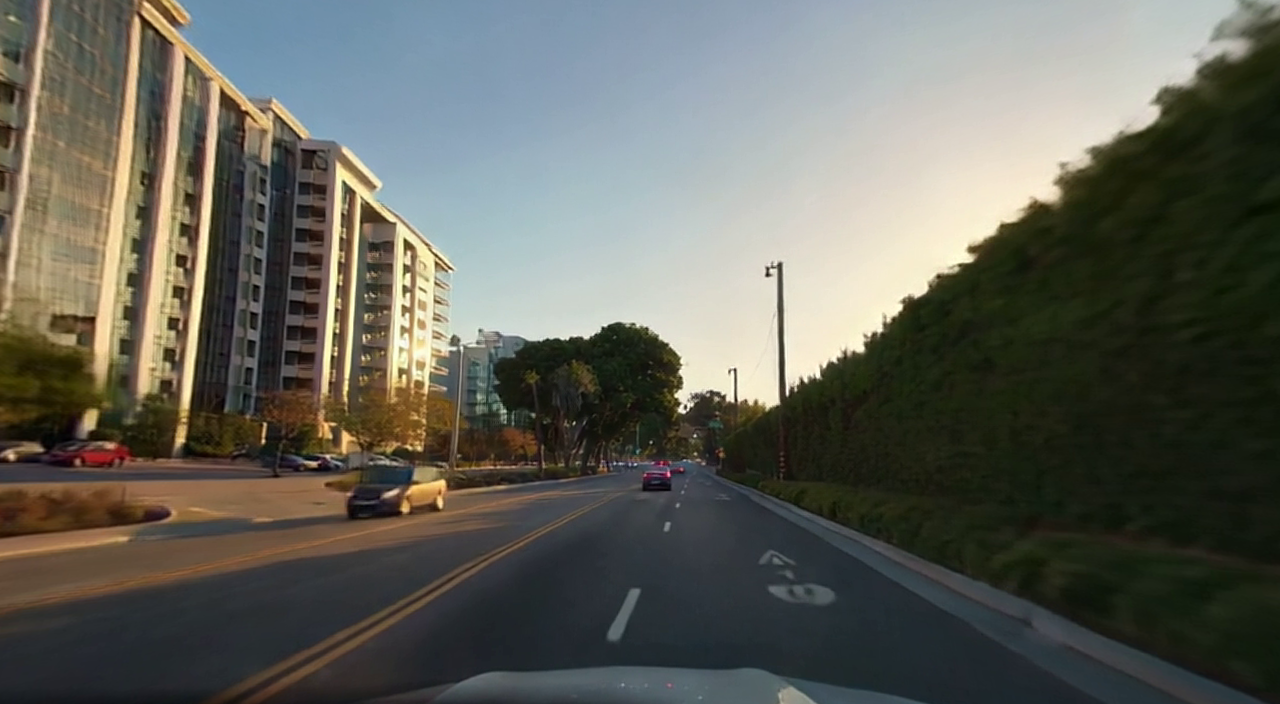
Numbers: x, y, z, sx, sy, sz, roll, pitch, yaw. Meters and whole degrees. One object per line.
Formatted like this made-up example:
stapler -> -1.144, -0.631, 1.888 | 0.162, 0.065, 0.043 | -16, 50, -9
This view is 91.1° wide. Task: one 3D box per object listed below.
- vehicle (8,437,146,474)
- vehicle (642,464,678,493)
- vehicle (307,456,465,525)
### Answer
vehicle -> -31.999, 5.978, 35.914 | 2.033, 1.959, 5.294 | -4, -11, 24
vehicle -> 1.290, 7.802, 38.935 | 2.067, 1.629, 3.858 | 0, -10, 4
vehicle -> -6.365, 3.551, 16.492 | 1.979, 1.499, 4.666 | 0, -10, 3
